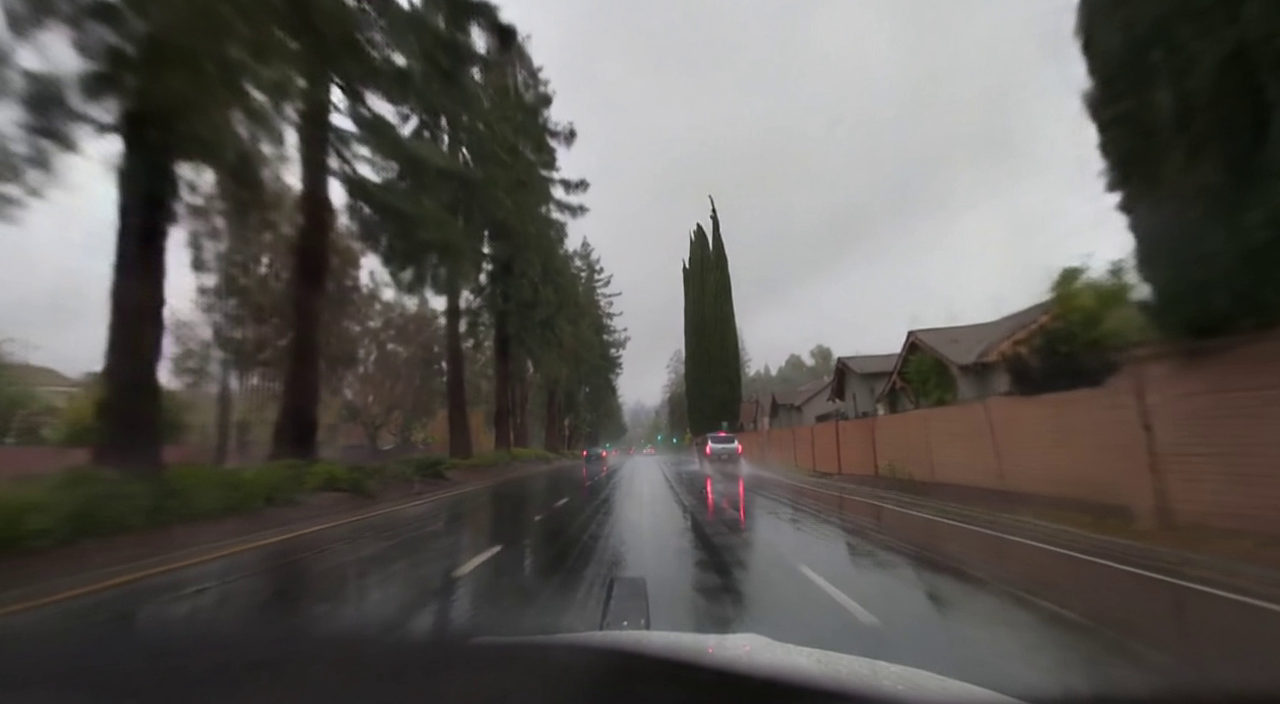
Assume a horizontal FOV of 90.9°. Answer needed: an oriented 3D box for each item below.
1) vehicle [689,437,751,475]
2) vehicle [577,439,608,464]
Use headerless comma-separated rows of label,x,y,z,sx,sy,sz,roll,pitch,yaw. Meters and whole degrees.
vehicle,3.759,5.026,30.679,2.321,1.695,5.037,0,-8,0
vehicle,-3.596,7.600,48.192,2.002,1.747,4.728,0,-8,0
